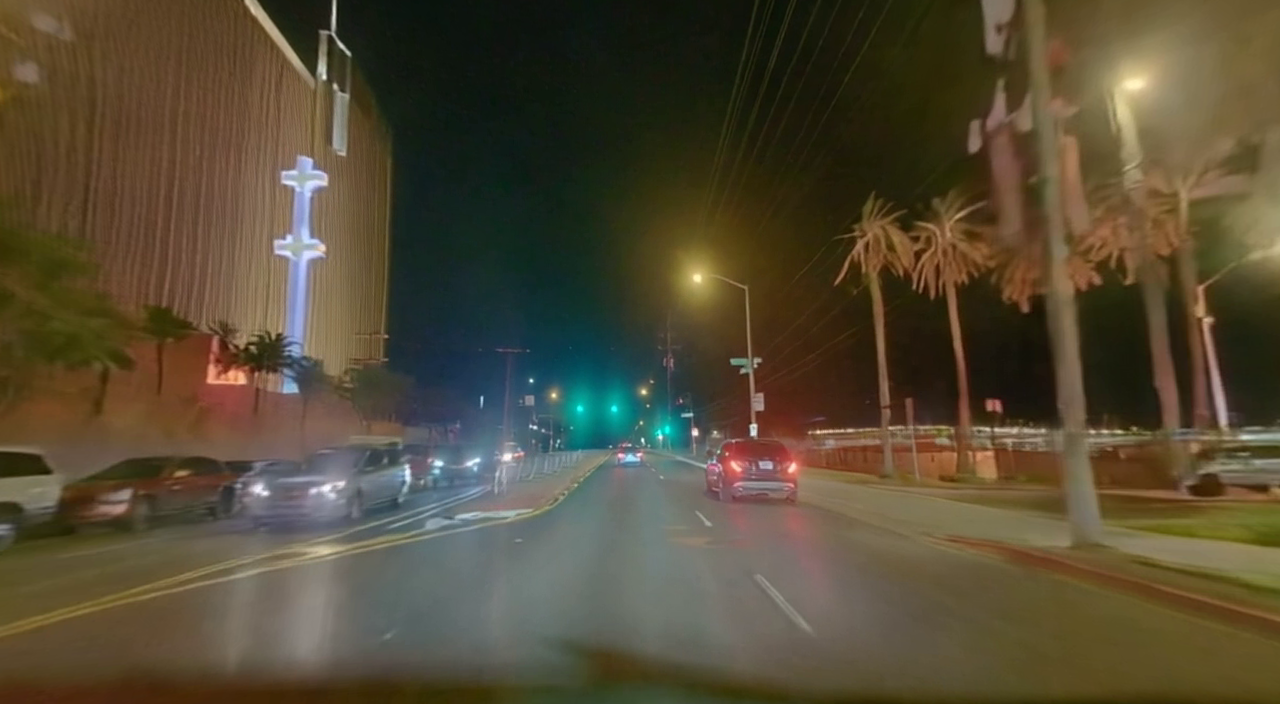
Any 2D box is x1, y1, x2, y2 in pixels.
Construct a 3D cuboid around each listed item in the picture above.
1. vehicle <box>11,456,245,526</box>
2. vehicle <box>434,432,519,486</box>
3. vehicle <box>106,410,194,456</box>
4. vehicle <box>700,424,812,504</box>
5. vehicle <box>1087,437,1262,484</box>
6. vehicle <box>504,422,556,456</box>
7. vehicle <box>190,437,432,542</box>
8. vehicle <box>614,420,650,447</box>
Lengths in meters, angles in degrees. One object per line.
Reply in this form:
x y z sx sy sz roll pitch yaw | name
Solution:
-12.095 3.275 15.449 2.019 1.345 4.444 0 -8 0 | vehicle
-6.248 4.144 24.802 2.138 1.858 4.788 0 -8 -1 | vehicle
-21.635 3.561 27.873 3.716 1.517 1.826 3 -7 35 | vehicle
2.939 2.952 17.036 1.995 1.858 4.333 0 -8 -3 | vehicle
20.327 4.117 24.212 4.540 1.386 2.337 -4 -9 -1 | vehicle
-6.385 5.172 37.294 2.295 1.837 4.680 0 -8 -1 | vehicle
-5.798 2.449 12.021 2.168 1.572 4.635 0 -8 -1 | vehicle
-0.582 5.312 40.926 2.196 1.655 3.939 0 -8 -3 | vehicle
